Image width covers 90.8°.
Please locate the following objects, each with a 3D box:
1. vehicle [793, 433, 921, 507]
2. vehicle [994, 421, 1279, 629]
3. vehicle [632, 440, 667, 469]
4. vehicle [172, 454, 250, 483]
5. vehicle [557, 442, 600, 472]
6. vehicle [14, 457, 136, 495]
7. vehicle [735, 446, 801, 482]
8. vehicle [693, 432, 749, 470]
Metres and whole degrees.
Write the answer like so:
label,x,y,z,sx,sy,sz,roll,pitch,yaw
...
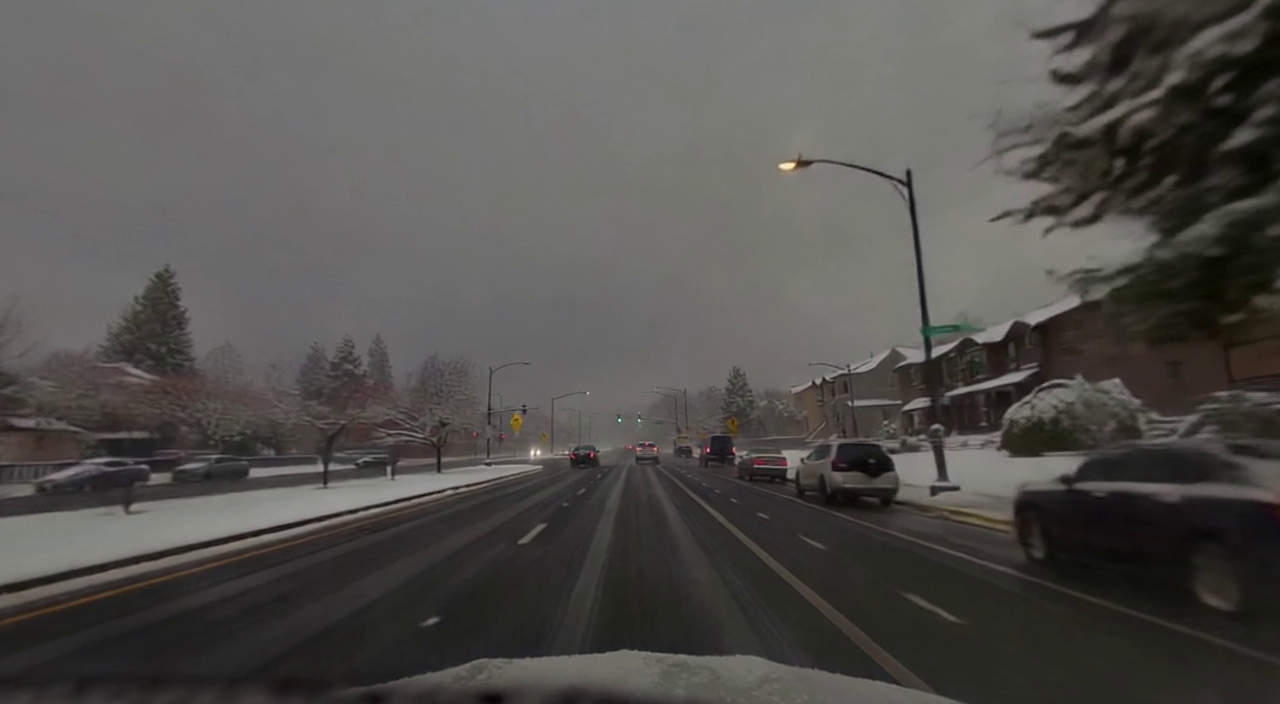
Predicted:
label,x,y,z,sx,sy,sz,roll,pitch,yaw
vehicle,5.764,3.191,17.504,2.020,1.762,4.559,0,-9,2
vehicle,5.868,1.568,6.362,1.900,1.611,4.320,0,-9,-3
vehicle,0.590,7.106,43.812,2.273,1.851,5.075,0,-9,-1
vehicle,-25.678,6.969,37.994,1.794,1.595,4.123,0,-9,0
vehicle,-3.814,6.658,40.201,2.233,1.775,4.491,0,-9,1
vehicle,-25.899,5.660,29.162,1.855,1.552,4.092,0,-9,-1
vehicle,5.719,5.056,28.868,1.910,1.520,4.375,0,-9,-3
vehicle,5.369,6.761,43.410,2.763,2.329,7.864,0,-9,0
